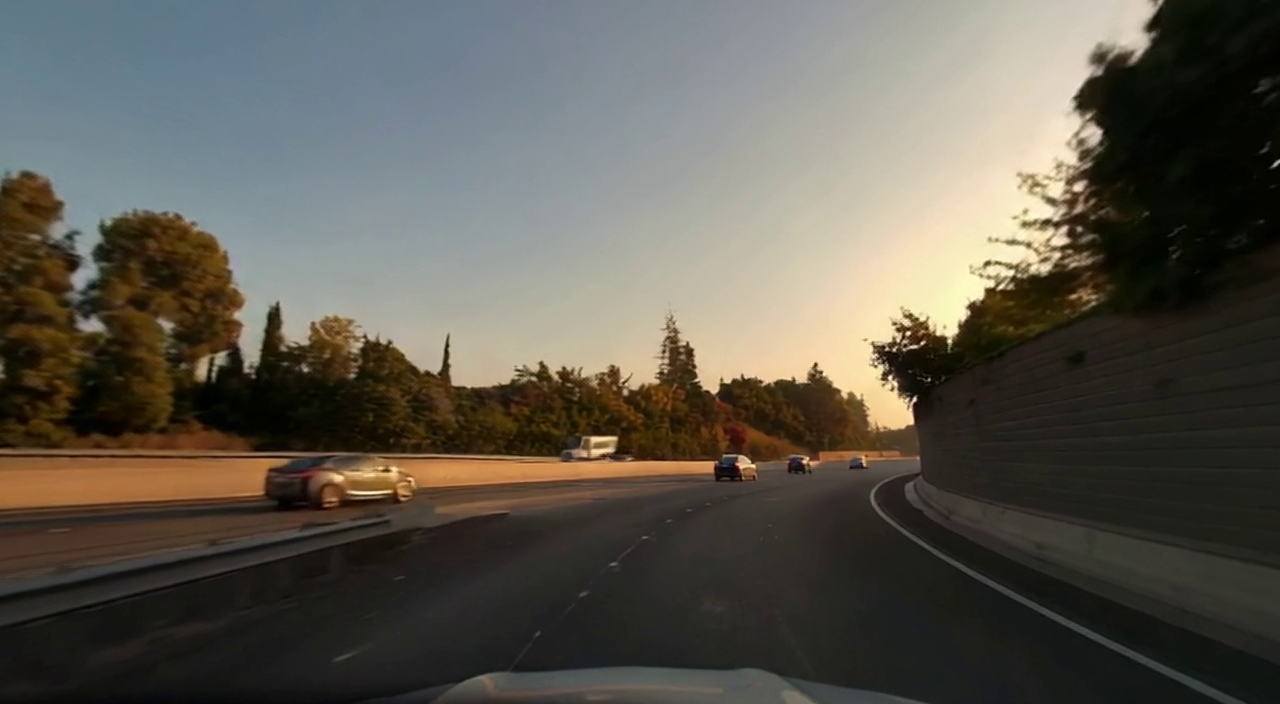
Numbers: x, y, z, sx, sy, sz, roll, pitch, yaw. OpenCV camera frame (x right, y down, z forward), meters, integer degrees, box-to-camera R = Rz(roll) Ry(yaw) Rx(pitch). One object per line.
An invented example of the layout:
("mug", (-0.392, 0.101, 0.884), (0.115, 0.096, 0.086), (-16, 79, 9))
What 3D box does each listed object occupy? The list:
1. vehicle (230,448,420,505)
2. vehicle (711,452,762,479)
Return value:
("vehicle", (-9.277, 3.659, 19.073), (1.699, 1.461, 4.924), (-5, -10, 30))
("vehicle", (6.254, 7.258, 40.518), (1.769, 1.583, 4.387), (-5, -10, 29))
